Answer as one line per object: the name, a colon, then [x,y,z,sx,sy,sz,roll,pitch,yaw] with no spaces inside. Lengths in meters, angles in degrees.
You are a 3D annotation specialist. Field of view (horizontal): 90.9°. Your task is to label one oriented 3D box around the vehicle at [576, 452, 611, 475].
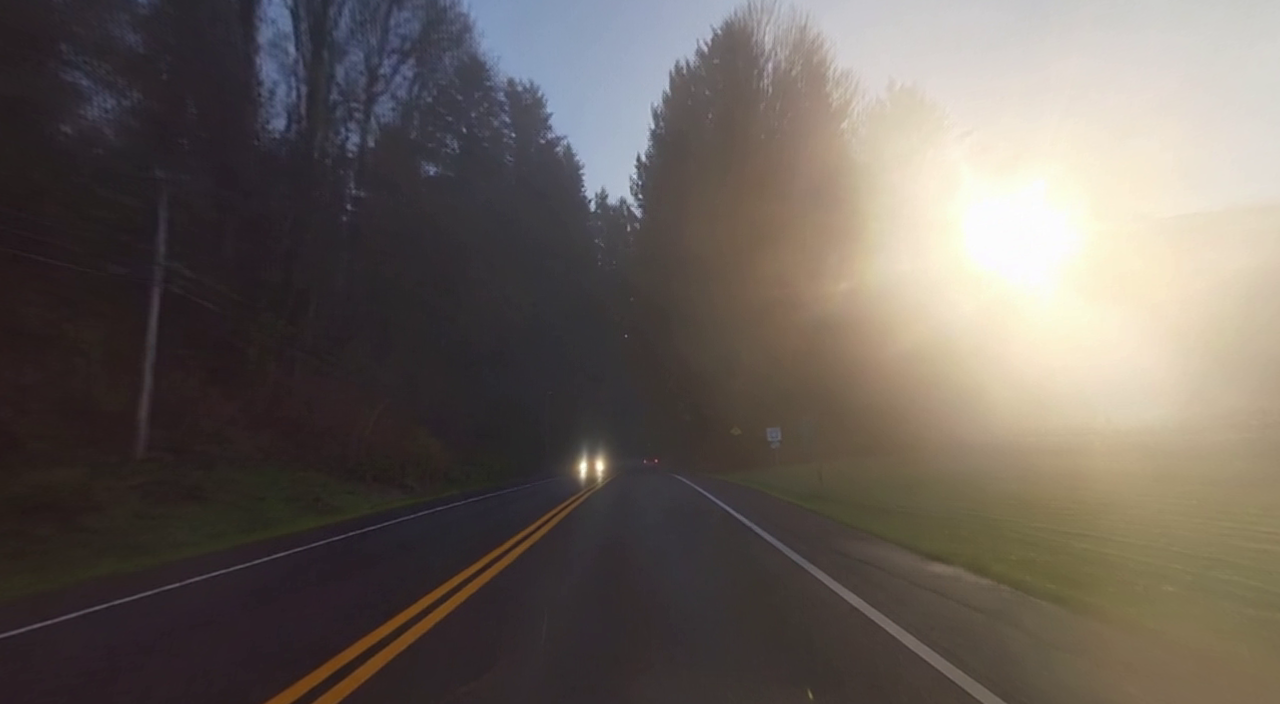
vehicle: [-3.196,7.837,44.414,1.937,1.473,4.570,-1,-8,2]
